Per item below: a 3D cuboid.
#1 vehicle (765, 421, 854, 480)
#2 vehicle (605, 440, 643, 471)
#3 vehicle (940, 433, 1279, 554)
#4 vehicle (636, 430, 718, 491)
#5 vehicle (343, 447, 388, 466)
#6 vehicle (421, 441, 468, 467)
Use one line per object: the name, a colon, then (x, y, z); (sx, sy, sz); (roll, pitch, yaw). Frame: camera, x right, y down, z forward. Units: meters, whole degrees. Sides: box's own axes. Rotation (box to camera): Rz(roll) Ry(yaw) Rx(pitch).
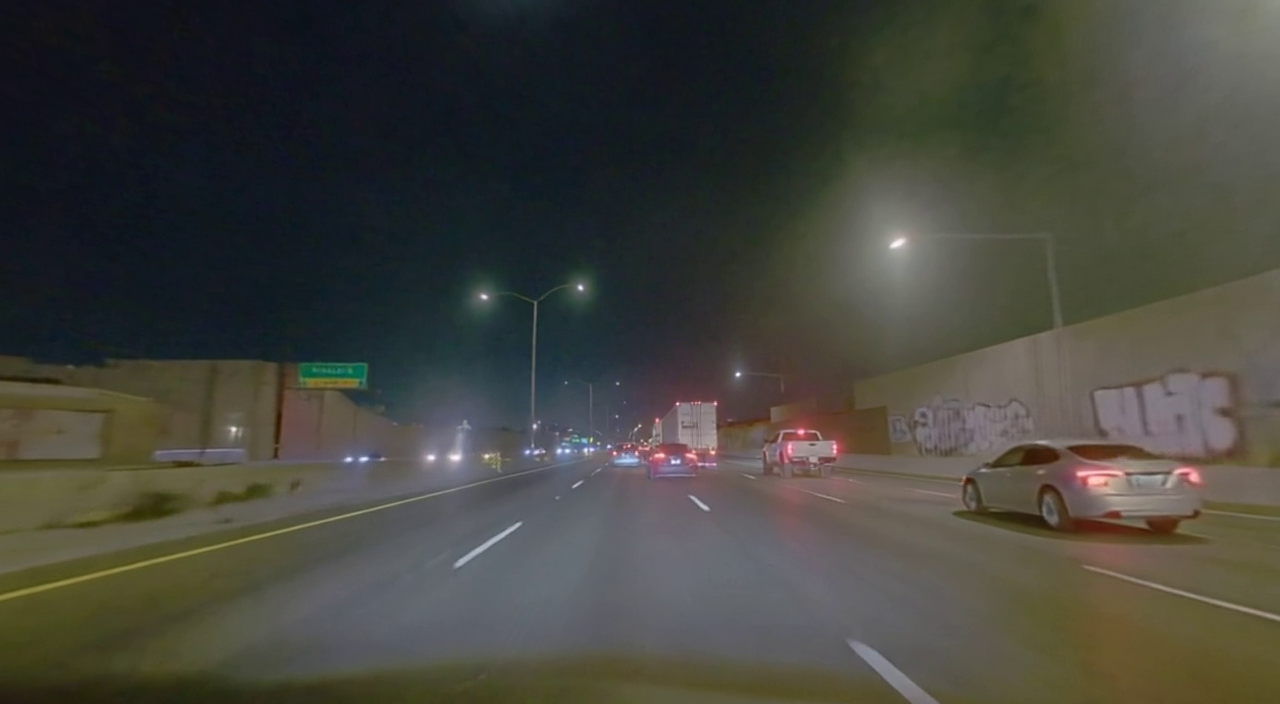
vehicle: (7.522, 4.489, 28.927); (2.322, 2.360, 6.433); (0, -9, 0)
vehicle: (-0.905, 5.936, 36.251); (2.073, 1.640, 3.990); (0, -9, -1)
vehicle: (6.994, 2.108, 10.201); (1.915, 1.476, 4.677); (0, -9, -1)
vehicle: (1.113, 3.706, 21.923); (2.249, 1.843, 5.176); (0, -9, -3)
vehicle: (-21.351, 8.140, 49.278); (1.816, 1.433, 3.861); (0, -9, -1)
vehicle: (-10.825, 5.668, 35.189); (1.610, 1.395, 3.344); (0, -9, -1)
